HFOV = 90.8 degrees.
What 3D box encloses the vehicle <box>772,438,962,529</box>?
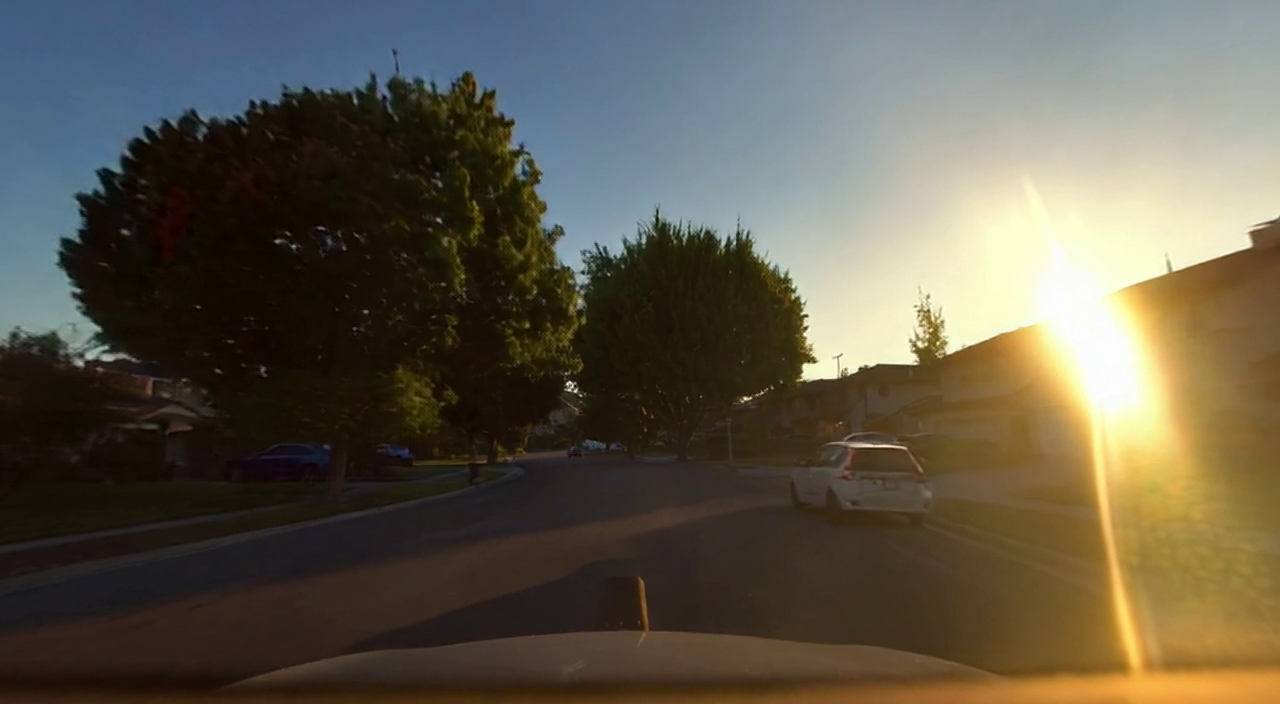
[{"bbox_3d":[4.312,2.575,12.963,2.088,1.522,4.449,0,-9,-2],"label":"vehicle"}]
